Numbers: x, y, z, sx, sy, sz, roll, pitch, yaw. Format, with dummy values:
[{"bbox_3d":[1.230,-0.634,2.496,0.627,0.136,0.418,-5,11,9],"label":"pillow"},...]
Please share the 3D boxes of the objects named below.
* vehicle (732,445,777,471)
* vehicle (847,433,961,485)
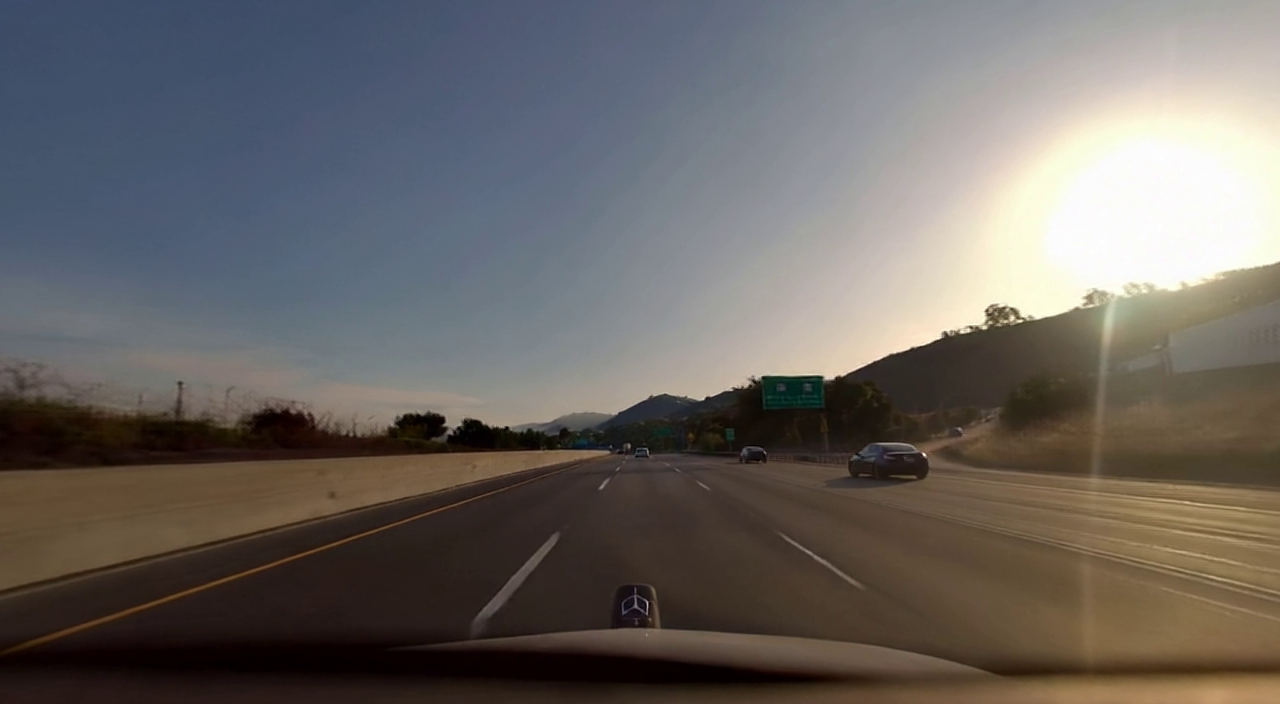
[{"bbox_3d":[7.346,6.867,40.974,2.053,1.553,4.463,0,-9,-1],"label":"vehicle"},{"bbox_3d":[10.961,4.507,26.738,2.387,1.936,5.646,0,-9,0],"label":"vehicle"}]
